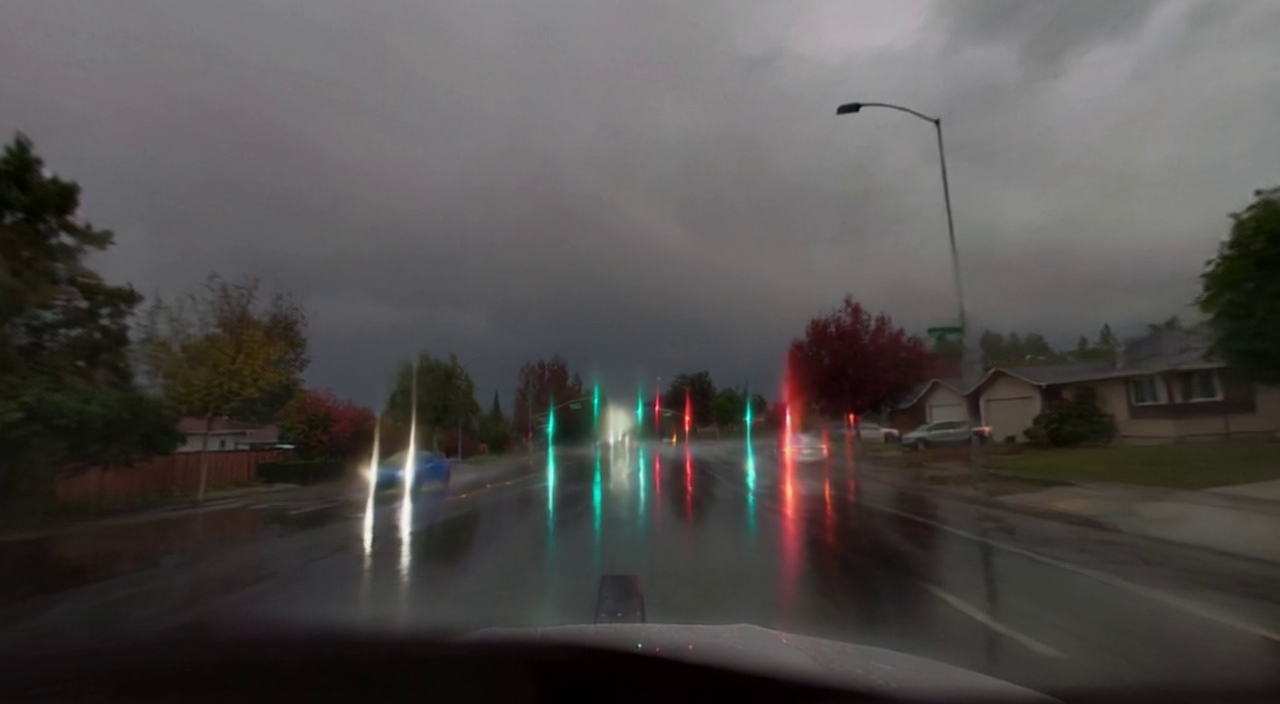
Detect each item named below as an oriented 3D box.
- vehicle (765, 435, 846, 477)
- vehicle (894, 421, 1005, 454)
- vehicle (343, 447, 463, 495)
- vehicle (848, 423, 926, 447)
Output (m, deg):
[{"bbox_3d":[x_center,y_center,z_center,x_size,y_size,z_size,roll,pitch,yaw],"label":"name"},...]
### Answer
[{"bbox_3d":[6.141,3.909,24.023,1.917,1.440,4.335,0,-8,0],"label":"vehicle"},{"bbox_3d":[14.393,4.000,29.593,4.164,1.470,1.921,0,-7,4],"label":"vehicle"},{"bbox_3d":[-8.391,4.213,22.917,2.067,1.491,4.807,-1,-8,6],"label":"vehicle"},{"bbox_3d":[15.694,5.299,40.248,4.210,1.474,1.799,-1,-8,3],"label":"vehicle"}]
